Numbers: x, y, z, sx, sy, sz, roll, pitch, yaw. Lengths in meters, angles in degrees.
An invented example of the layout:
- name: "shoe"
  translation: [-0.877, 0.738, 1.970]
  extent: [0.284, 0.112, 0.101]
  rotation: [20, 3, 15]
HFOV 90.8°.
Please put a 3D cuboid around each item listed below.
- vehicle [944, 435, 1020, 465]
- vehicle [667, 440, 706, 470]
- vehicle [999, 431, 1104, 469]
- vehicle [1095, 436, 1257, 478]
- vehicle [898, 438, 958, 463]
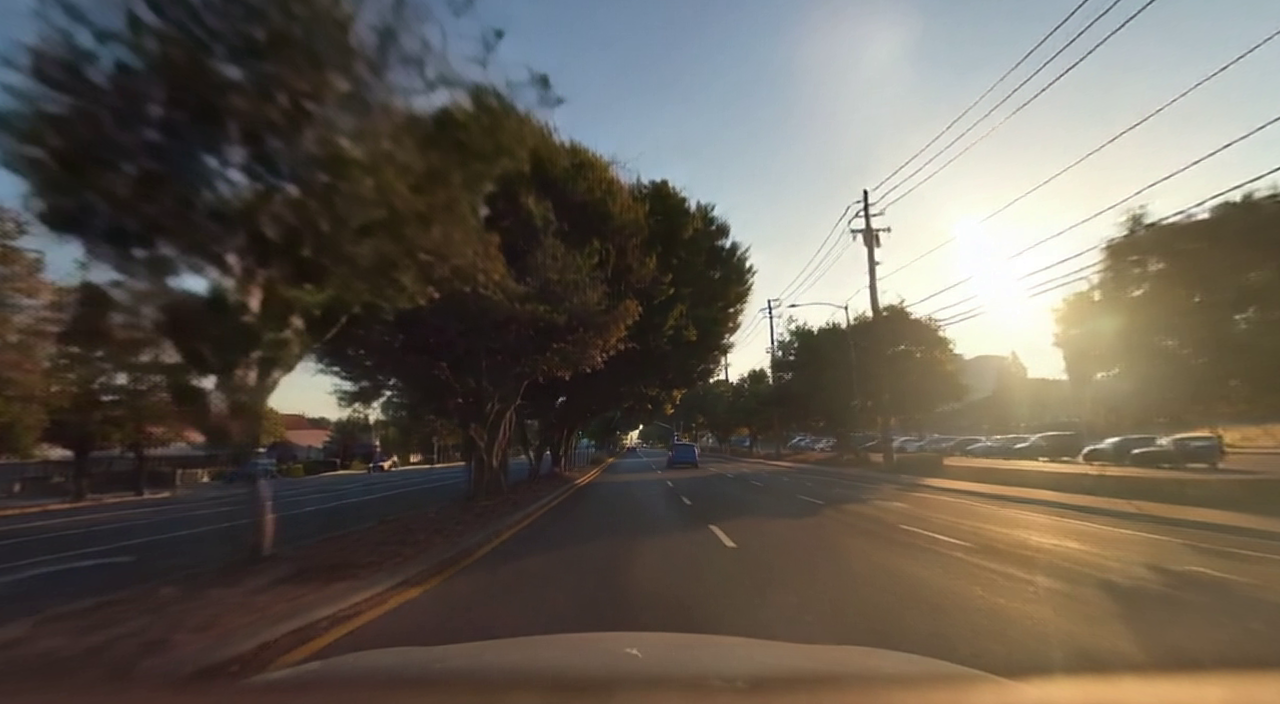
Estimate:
- name: "vehicle"
  translation: [20.205, 5.822, 37.576]
  extent: [1.896, 1.656, 4.653]
  rotation: [0, -9, -1]
- name: "vehicle"
  translation: [2.935, 6.673, 41.205]
  extent: [2.086, 1.803, 4.607]
  rotation: [0, -8, -1]
- name: "vehicle"
  translation: [20.228, 4.830, 31.348]
  extent: [1.983, 1.730, 4.563]
  rotation: [0, -9, -2]
- name: "vehicle"
  translation: [20.168, 3.955, 24.128]
  extent: [1.980, 1.423, 4.793]
  rotation: [0, -9, 0]
- name: "vehicle"
  translation: [20.000, 6.838, 44.103]
  extent: [2.021, 1.640, 4.620]
  rotation: [0, -8, 0]
